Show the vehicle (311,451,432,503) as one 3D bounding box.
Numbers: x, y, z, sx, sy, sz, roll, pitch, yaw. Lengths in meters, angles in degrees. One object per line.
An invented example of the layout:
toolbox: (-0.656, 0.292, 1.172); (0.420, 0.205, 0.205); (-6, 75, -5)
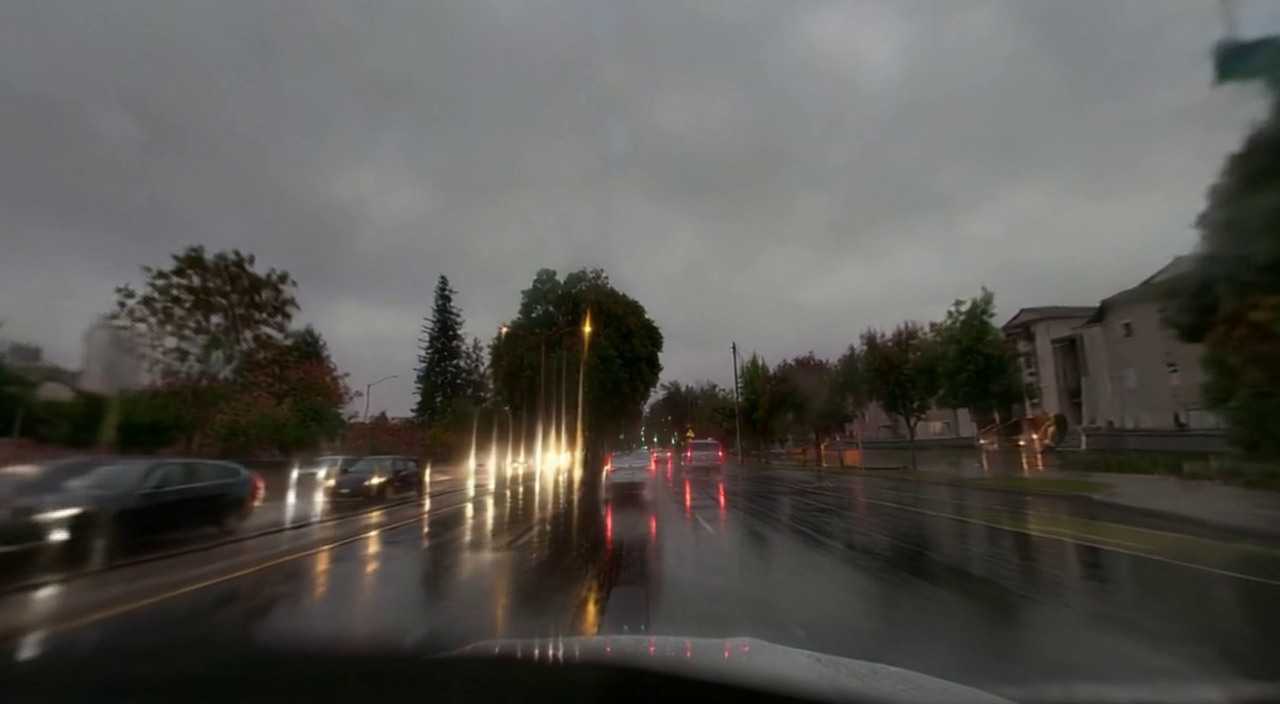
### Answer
vehicle: (-8.721, 4.068, 20.969); (2.035, 1.463, 4.527); (0, -8, 0)

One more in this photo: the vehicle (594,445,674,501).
vehicle: (-0.169, 3.555, 18.948); (2.140, 1.474, 4.026); (0, -8, 0)

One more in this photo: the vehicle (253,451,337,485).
vehicle: (-18.652, 6.279, 34.342); (1.906, 1.655, 4.691); (0, -8, 1)

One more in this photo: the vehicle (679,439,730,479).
vehicle: (3.149, 5.310, 31.624); (2.073, 1.822, 4.276); (0, -8, -1)

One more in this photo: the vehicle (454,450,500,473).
vehicle: (-11.471, 7.716, 44.691); (1.917, 1.488, 4.611); (0, -8, 1)

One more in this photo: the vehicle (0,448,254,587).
vehicle: (-8.269, 2.224, 9.184); (2.121, 1.513, 4.832); (-2, -8, 2)
